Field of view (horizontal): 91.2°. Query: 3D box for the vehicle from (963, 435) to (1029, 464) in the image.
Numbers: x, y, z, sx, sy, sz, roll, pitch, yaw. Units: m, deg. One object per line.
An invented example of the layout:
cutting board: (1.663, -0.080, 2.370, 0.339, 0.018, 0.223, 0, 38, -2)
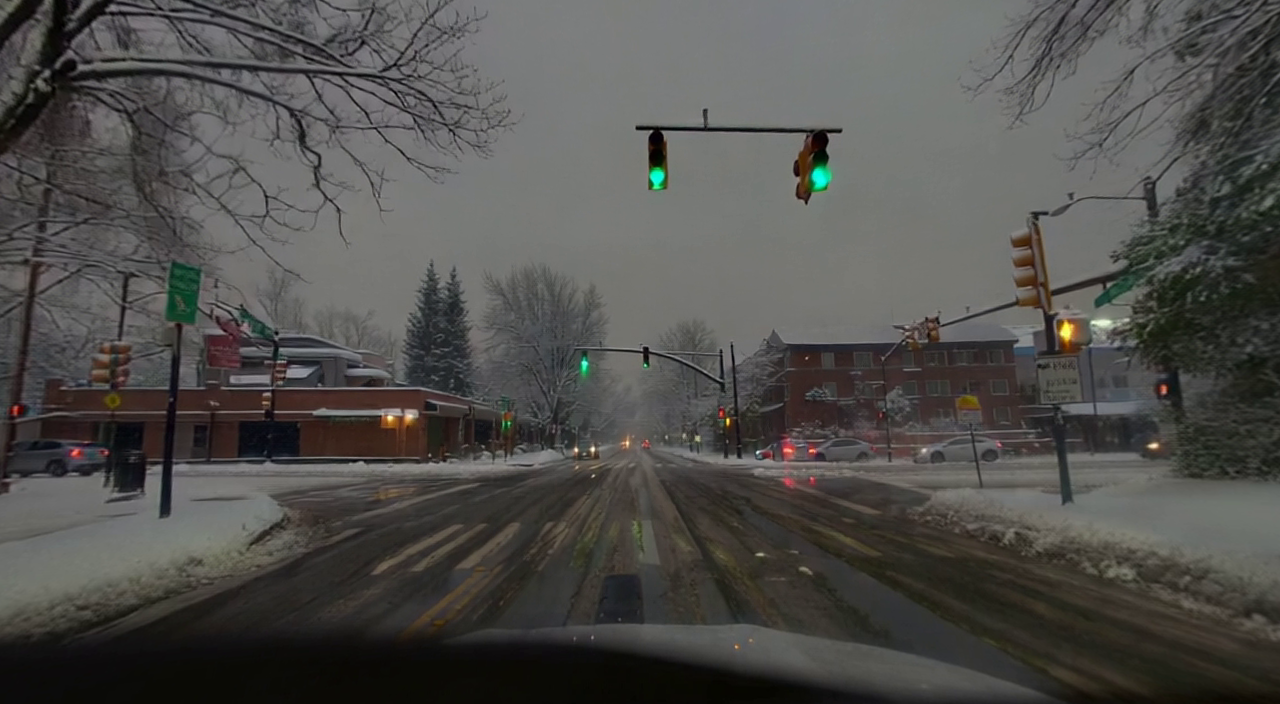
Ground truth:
vehicle: (20.998, 5.756, 37.094, 1.851, 1.388, 3.475, 0, -4, -1)

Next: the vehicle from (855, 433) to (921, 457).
vehicle: (16.925, 6.329, 42.697, 4.522, 1.546, 1.941, 6, -11, -34)

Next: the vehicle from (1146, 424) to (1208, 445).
vehicle: (40.981, 6.341, 47.925, 1.682, 1.422, 3.422, 1, -10, 0)

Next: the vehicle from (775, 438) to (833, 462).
vehicle: (11.084, 6.615, 42.251, 1.955, 1.508, 4.295, -8, -12, 42)

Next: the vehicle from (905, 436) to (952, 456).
vehicle: (21.817, 7.136, 47.502, 1.923, 1.463, 3.758, -1, -9, 3)
